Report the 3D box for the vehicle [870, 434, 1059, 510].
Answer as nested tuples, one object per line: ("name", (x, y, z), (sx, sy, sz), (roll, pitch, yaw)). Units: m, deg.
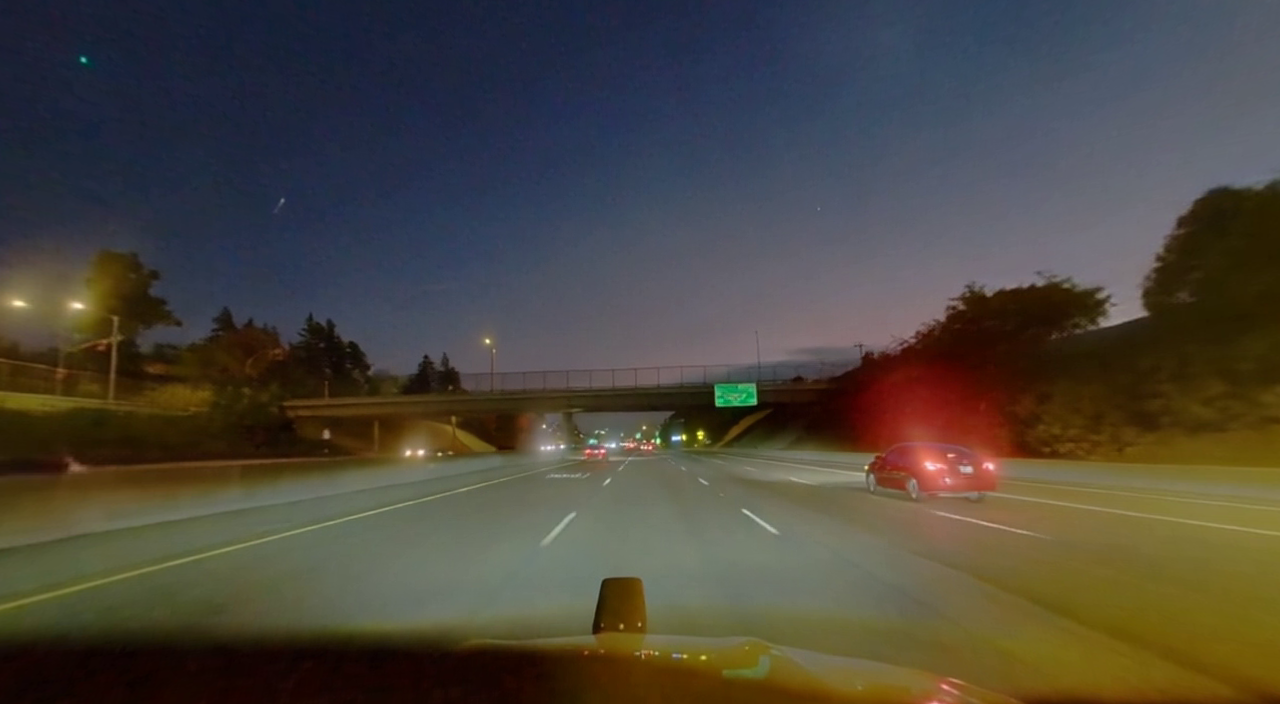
("vehicle", (7.180, 2.690, 14.640), (1.914, 1.465, 4.574), (0, -8, 0))
